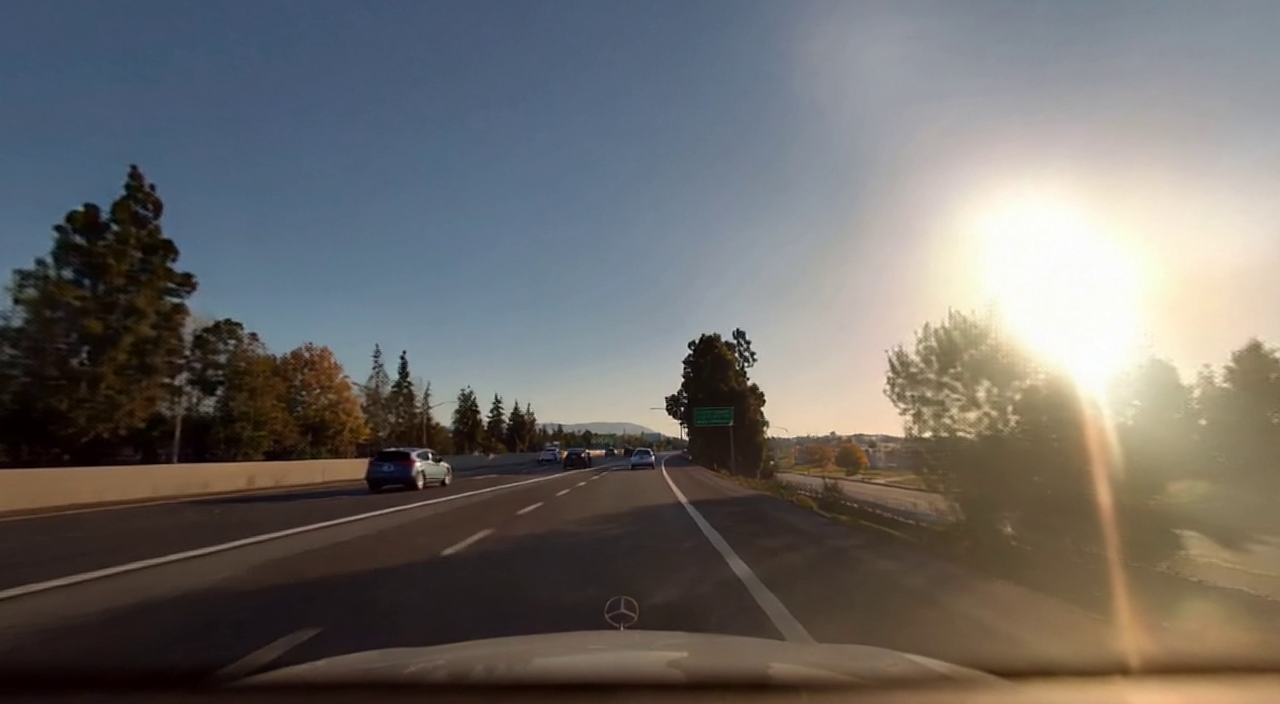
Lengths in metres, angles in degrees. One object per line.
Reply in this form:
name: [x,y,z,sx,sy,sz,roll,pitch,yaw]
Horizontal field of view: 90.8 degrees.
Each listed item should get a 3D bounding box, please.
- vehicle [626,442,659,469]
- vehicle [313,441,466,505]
vehicle: [0.260,7.265,44.579,2.179,1.742,4.396,-1,-8,2]
vehicle: [-6.881,3.357,18.119,2.102,1.562,4.884,-1,-8,4]
